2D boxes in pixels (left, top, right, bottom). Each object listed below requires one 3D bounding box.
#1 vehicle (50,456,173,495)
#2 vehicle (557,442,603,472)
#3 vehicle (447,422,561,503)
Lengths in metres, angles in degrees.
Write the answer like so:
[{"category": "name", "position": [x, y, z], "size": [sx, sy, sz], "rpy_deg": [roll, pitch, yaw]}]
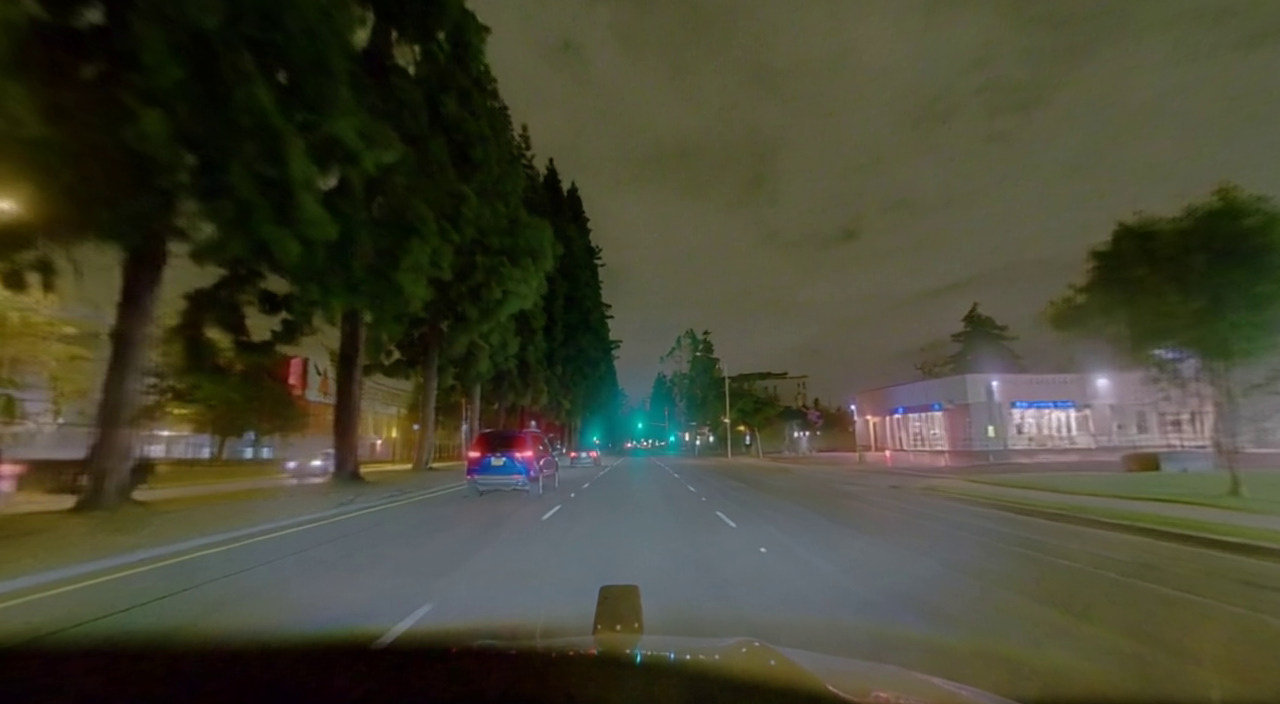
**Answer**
[{"category": "vehicle", "position": [-22.879, 5.318, 27.590], "size": [1.906, 1.494, 3.966], "rpy_deg": [0, -8, 0]}, {"category": "vehicle", "position": [-3.122, 5.580, 33.862], "size": [2.069, 1.470, 4.601], "rpy_deg": [0, -8, 0]}, {"category": "vehicle", "position": [-3.361, 2.829, 16.582], "size": [2.042, 1.817, 4.364], "rpy_deg": [0, -8, 0]}]
